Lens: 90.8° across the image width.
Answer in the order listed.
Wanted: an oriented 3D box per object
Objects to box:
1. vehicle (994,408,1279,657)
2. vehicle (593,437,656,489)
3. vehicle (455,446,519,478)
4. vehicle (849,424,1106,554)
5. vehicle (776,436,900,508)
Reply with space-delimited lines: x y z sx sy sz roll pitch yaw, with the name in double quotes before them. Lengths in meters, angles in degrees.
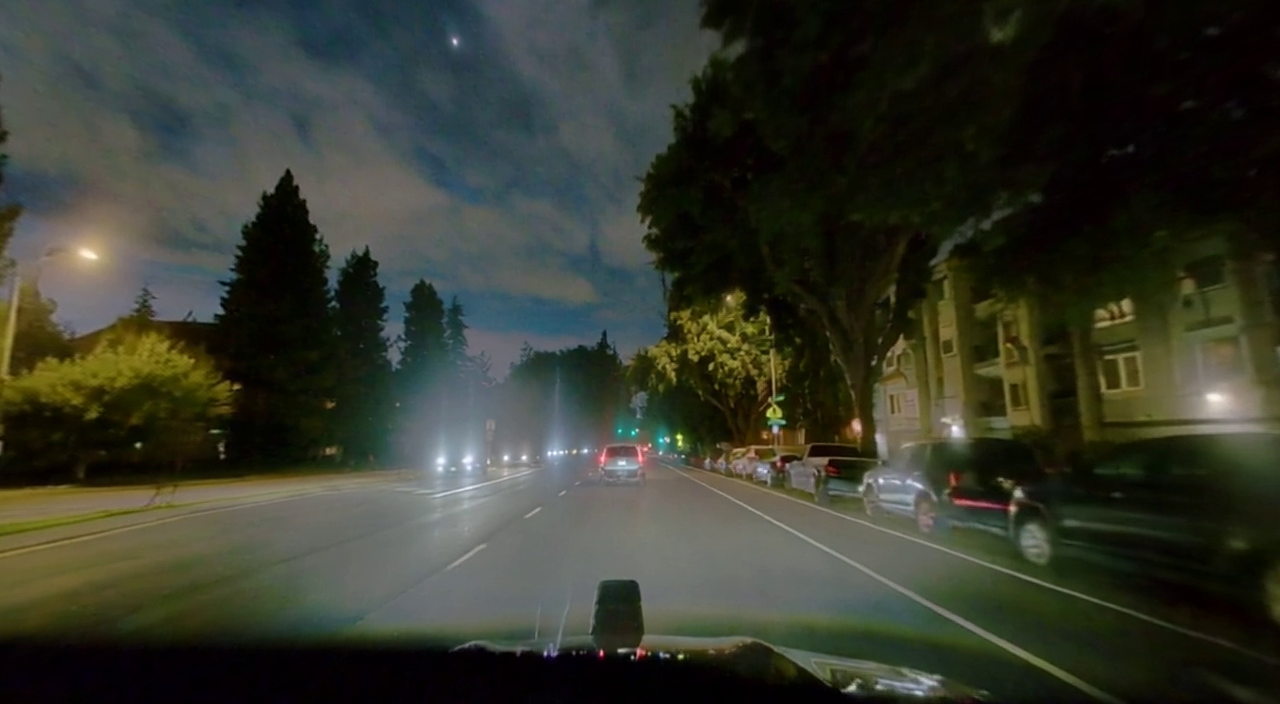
"vehicle" 5.422 1.406 5.401 2.018 1.708 4.541 0 -9 -2
"vehicle" -0.550 3.962 22.786 2.070 1.698 3.925 0 -9 -1
"vehicle" -7.611 5.517 32.033 2.105 1.474 4.808 0 -9 -1
"vehicle" 5.570 2.302 11.310 2.026 1.822 4.520 0 -9 -1
"vehicle" 5.534 3.391 18.360 2.053 1.799 4.446 0 -9 -1
